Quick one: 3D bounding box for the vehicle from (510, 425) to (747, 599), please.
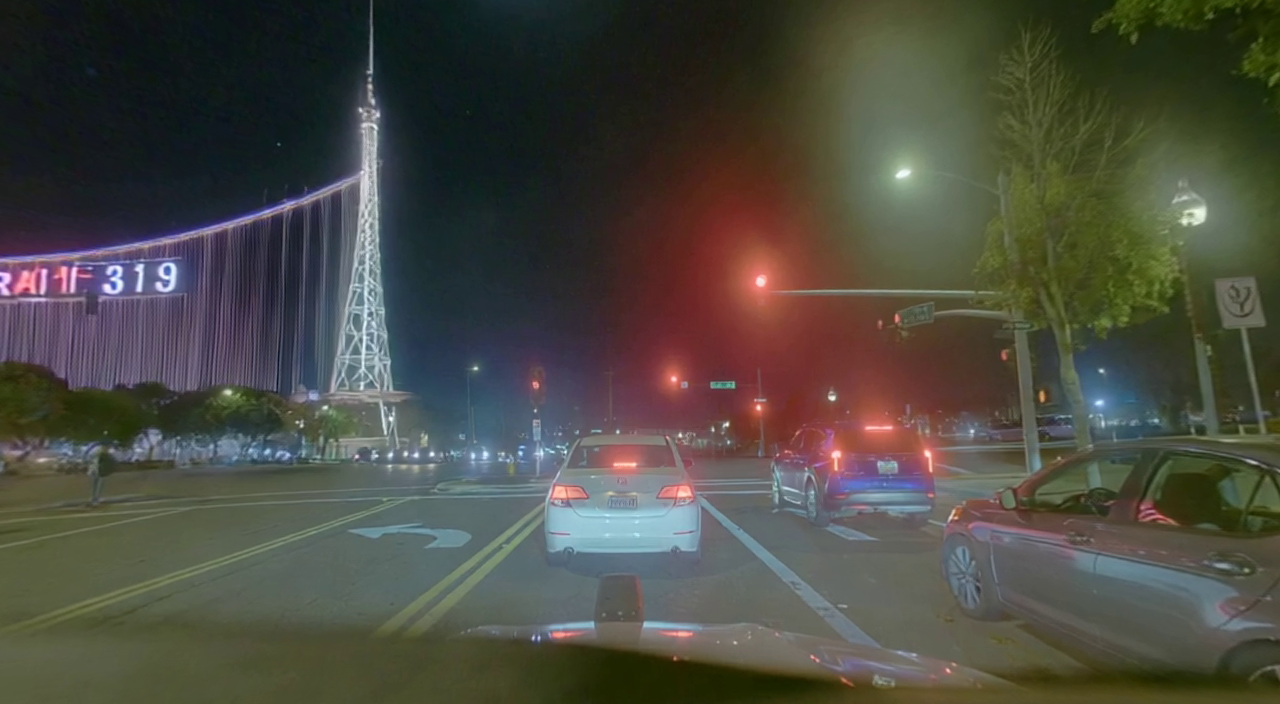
[{"bbox_3d":[-0.107,1.706,7.552,2.096,1.521,3.747,0,-8,0],"label":"vehicle"}]

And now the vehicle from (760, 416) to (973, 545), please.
[{"bbox_3d":[3.517,2.087,10.945,1.978,1.738,4.599,0,-8,0],"label":"vehicle"}]

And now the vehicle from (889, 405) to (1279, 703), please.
[{"bbox_3d":[3.380,1.173,3.990,1.833,1.465,4.258,0,-8,-1],"label":"vehicle"}]
